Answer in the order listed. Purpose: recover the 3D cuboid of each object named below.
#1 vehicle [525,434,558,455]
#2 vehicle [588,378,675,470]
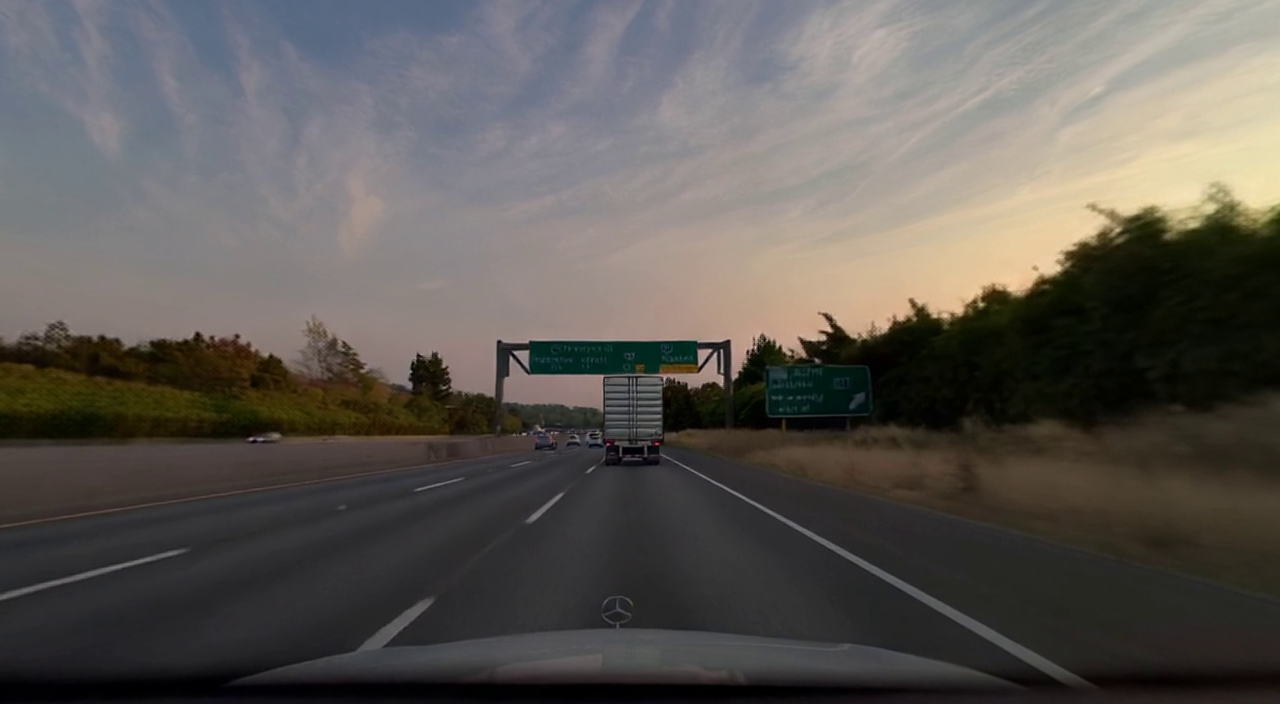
[{"bbox_3d":[-7.183,6.788,46.305,1.856,1.479,3.710,0,-8,0],"label":"vehicle"},{"bbox_3d":[-0.430,3.611,30.651,3.033,3.223,14.836,4,-7,-1],"label":"vehicle"}]
